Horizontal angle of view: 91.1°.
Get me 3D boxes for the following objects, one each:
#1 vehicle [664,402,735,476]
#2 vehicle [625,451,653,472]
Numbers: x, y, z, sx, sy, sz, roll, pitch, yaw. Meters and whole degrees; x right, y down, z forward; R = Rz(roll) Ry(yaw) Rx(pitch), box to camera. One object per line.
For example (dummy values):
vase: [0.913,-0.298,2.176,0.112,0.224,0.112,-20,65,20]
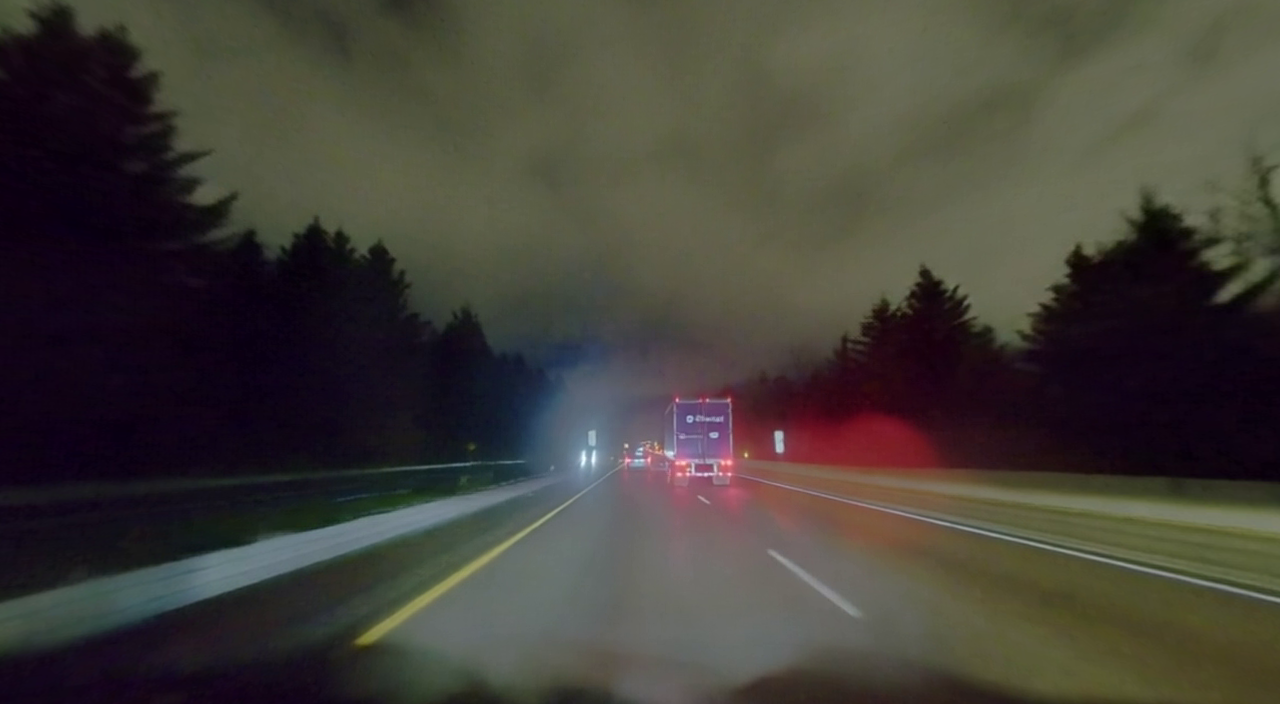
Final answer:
vehicle: [3.515,5.713,40.716,3.440,4.090,11.380,-1,-9,0]
vehicle: [-0.036,8.503,48.814,2.057,1.528,3.958,-1,-9,1]
